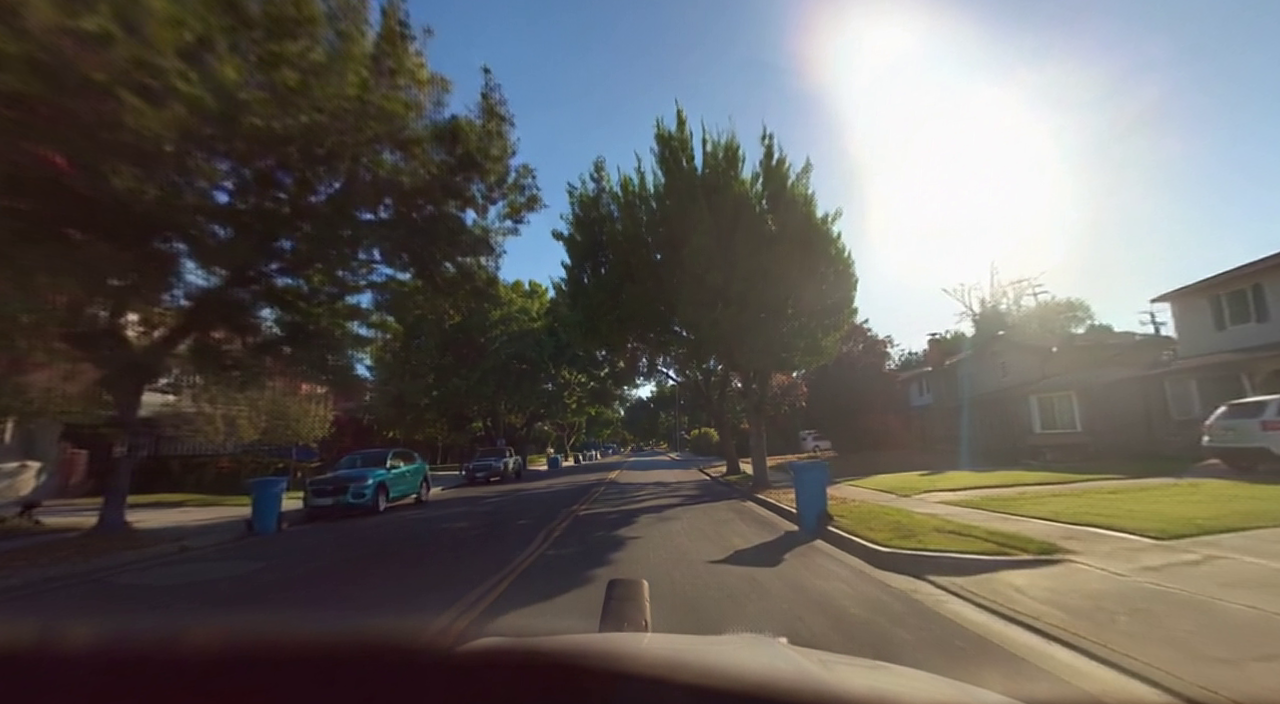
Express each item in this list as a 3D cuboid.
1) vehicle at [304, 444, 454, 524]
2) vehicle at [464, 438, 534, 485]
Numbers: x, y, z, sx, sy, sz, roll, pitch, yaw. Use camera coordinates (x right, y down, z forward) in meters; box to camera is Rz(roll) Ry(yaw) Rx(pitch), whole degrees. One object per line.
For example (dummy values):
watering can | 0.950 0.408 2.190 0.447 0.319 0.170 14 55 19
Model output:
vehicle | -6.283 3.157 15.778 1.945 1.530 4.430 -4 -8 -1
vehicle | -6.356 4.952 28.978 2.169 1.871 4.762 -2 -8 -1
